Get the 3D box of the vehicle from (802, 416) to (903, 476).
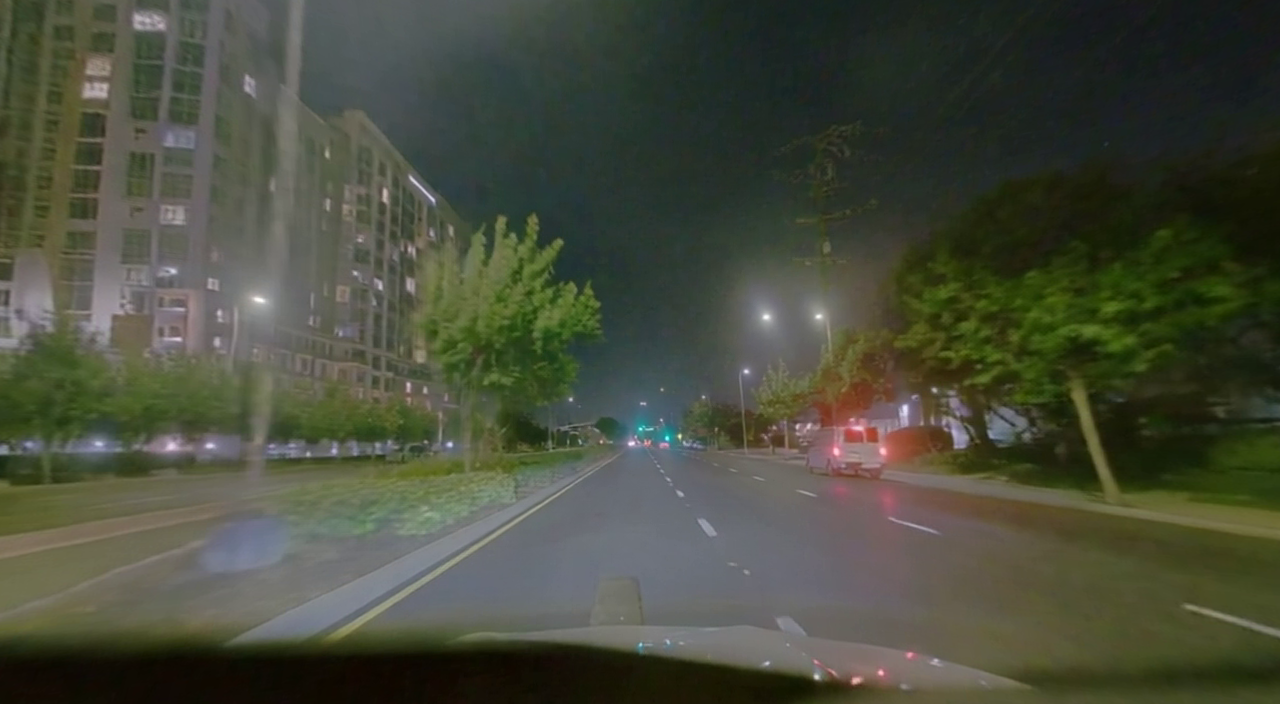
[{"bbox_3d":[9.836,4.466,29.953,2.456,2.534,5.930,1,-8,-3],"label":"vehicle"}]
